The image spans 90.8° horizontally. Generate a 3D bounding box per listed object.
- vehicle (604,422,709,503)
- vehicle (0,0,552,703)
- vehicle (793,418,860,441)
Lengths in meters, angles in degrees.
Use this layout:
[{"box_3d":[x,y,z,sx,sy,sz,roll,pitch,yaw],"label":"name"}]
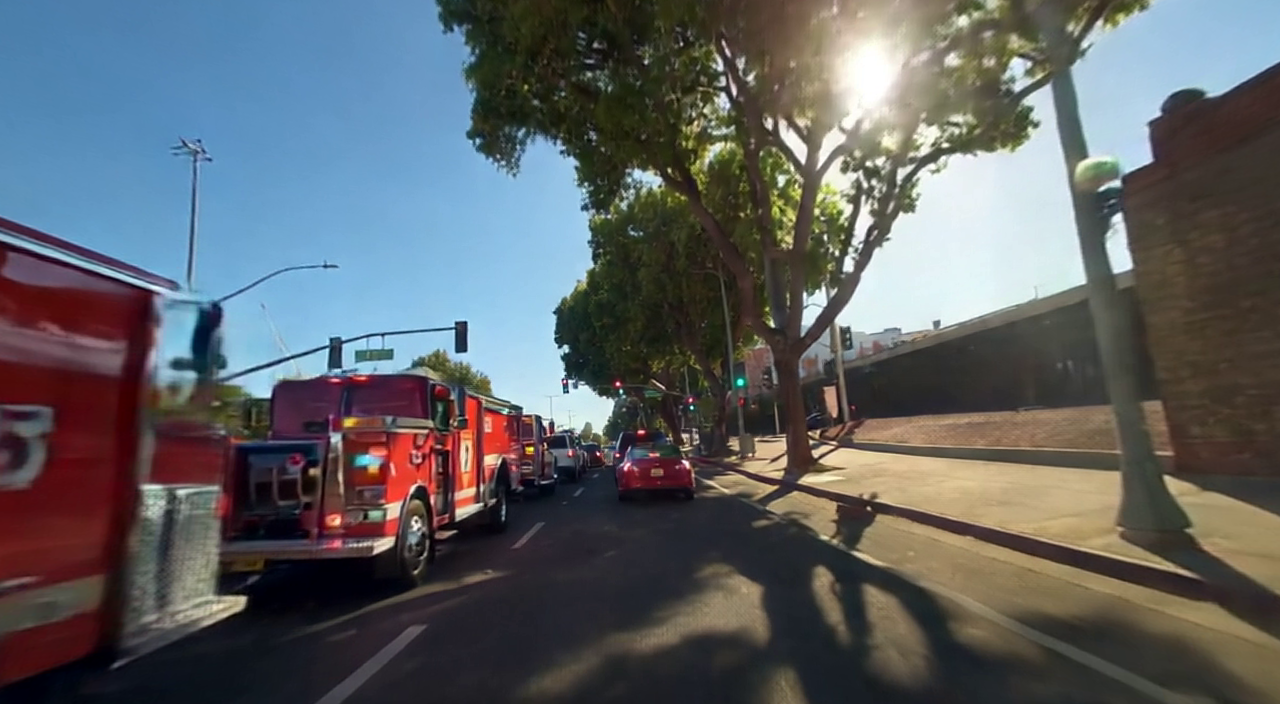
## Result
[{"box_3d":[0.252,2.880,16.914,2.332,1.831,4.930,0,-8,-4],"label":"vehicle"},{"box_3d":[-3.570,0.580,6.760,3.631,3.655,12.773,0,-8,-1],"label":"vehicle"},{"box_3d":[14.427,6.000,48.920,4.528,1.704,2.073,2,-9,-14],"label":"vehicle"}]
